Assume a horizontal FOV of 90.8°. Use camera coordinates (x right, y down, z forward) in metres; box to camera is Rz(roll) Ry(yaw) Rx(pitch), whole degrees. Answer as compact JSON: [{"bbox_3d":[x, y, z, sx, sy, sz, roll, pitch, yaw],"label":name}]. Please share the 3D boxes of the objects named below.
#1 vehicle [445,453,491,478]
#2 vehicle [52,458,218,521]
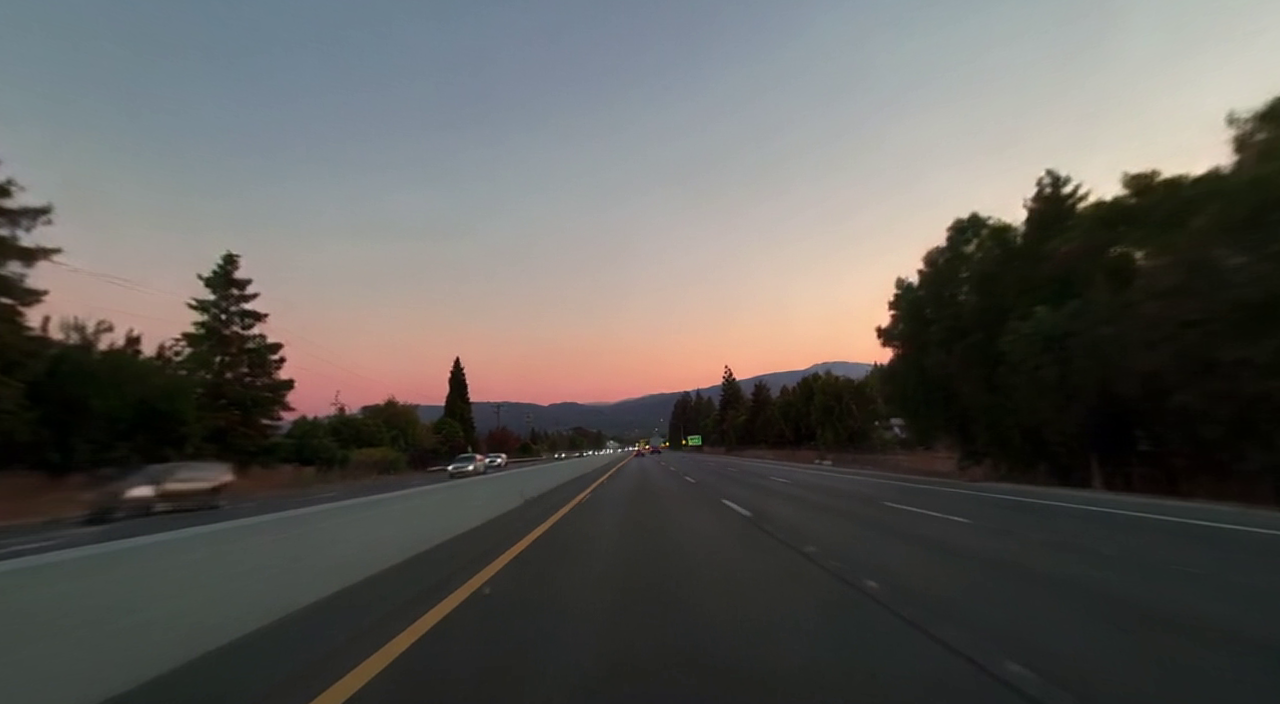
[{"bbox_3d":[-12.025,7.947,44.311,1.965,1.625,4.322,0,-9,1],"label":"vehicle"},{"bbox_3d":[-16.931,4.585,21.520,1.978,1.817,4.338,0,-9,0],"label":"vehicle"}]
